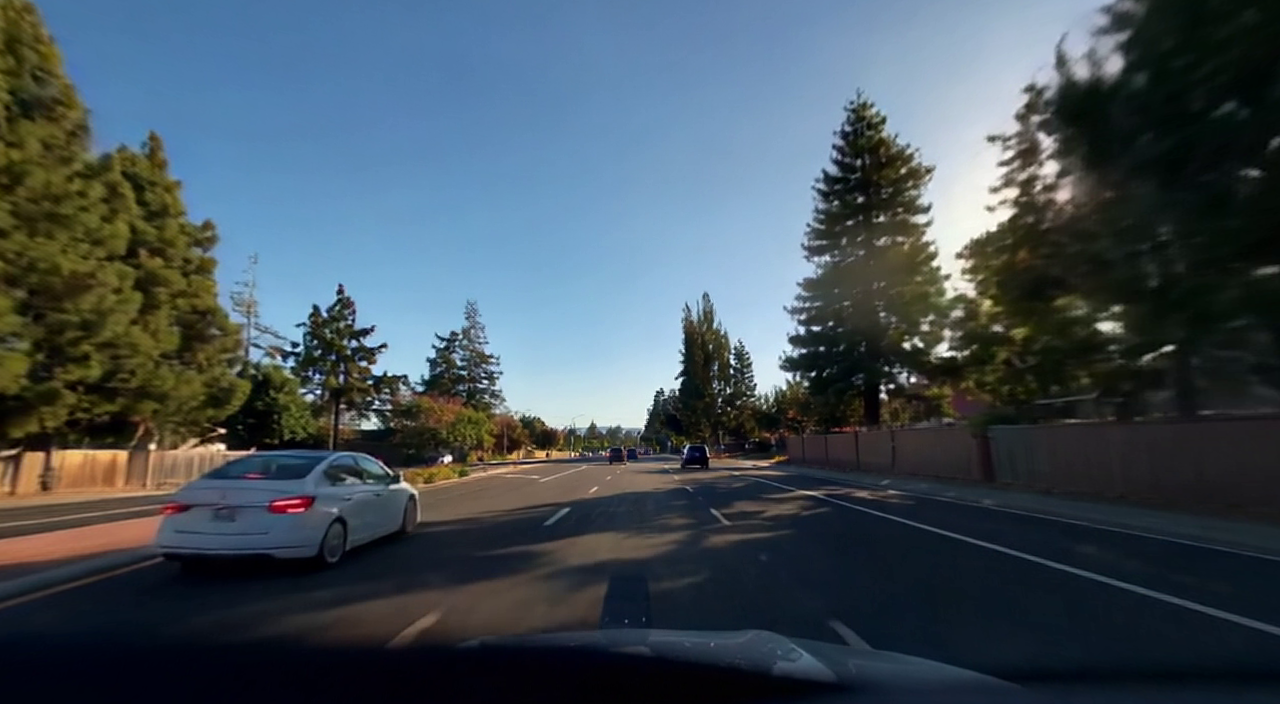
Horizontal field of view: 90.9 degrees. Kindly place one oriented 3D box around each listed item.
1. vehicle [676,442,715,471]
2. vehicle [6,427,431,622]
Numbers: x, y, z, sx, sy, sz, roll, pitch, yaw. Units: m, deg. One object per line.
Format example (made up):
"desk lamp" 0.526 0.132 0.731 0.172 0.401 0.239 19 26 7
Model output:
"vehicle" 3.578 6.849 41.616 2.114 1.780 4.445 0 -8 -1
"vehicle" -4.089 1.699 7.286 1.966 1.524 4.410 0 -8 -2
